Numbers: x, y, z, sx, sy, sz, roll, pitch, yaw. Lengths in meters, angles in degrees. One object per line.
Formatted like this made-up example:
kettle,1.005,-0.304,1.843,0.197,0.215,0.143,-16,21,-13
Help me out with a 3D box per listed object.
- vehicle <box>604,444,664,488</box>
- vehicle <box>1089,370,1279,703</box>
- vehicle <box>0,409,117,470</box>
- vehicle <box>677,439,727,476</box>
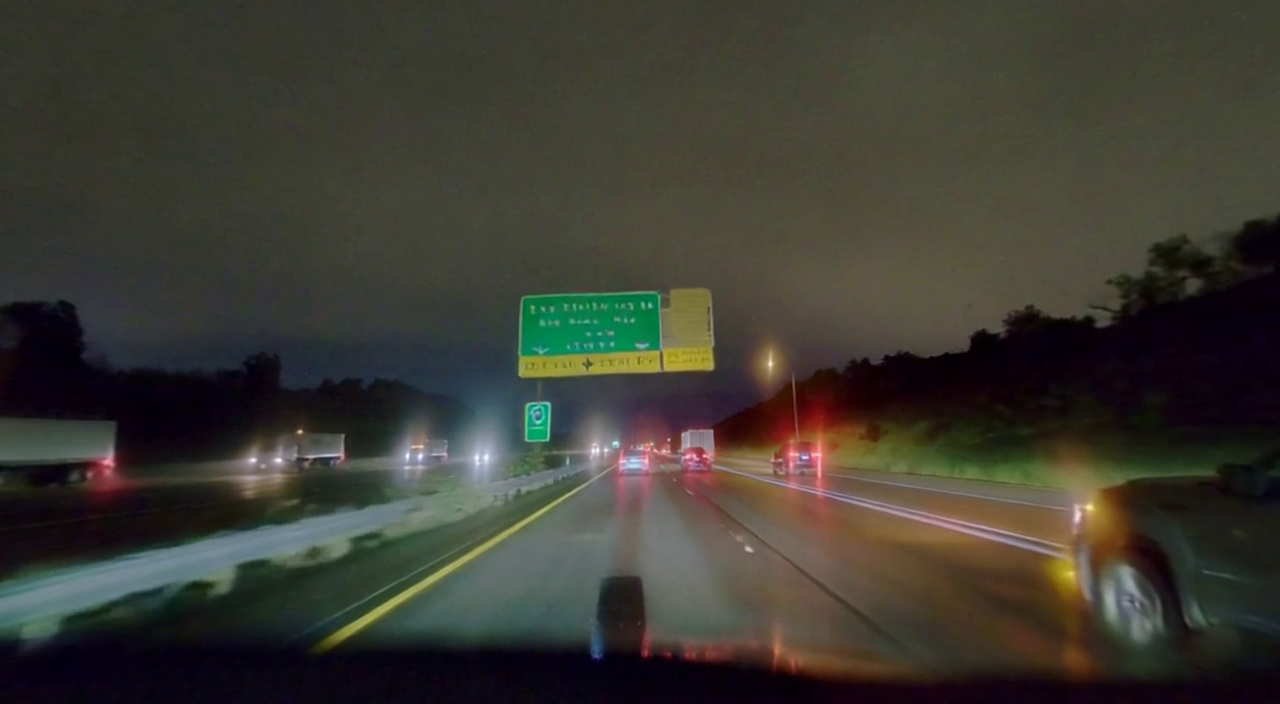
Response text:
vehicle,-0.209,4.052,22.638,1.970,1.441,3.846,0,-9,0
vehicle,3.086,0.586,0.495,1.997,1.534,4.664,0,-9,0
vehicle,-36.565,4.783,34.072,2.886,3.282,16.757,-2,-7,-2
vehicle,3.074,5.359,32.088,2.048,1.704,4.284,0,-9,-1
